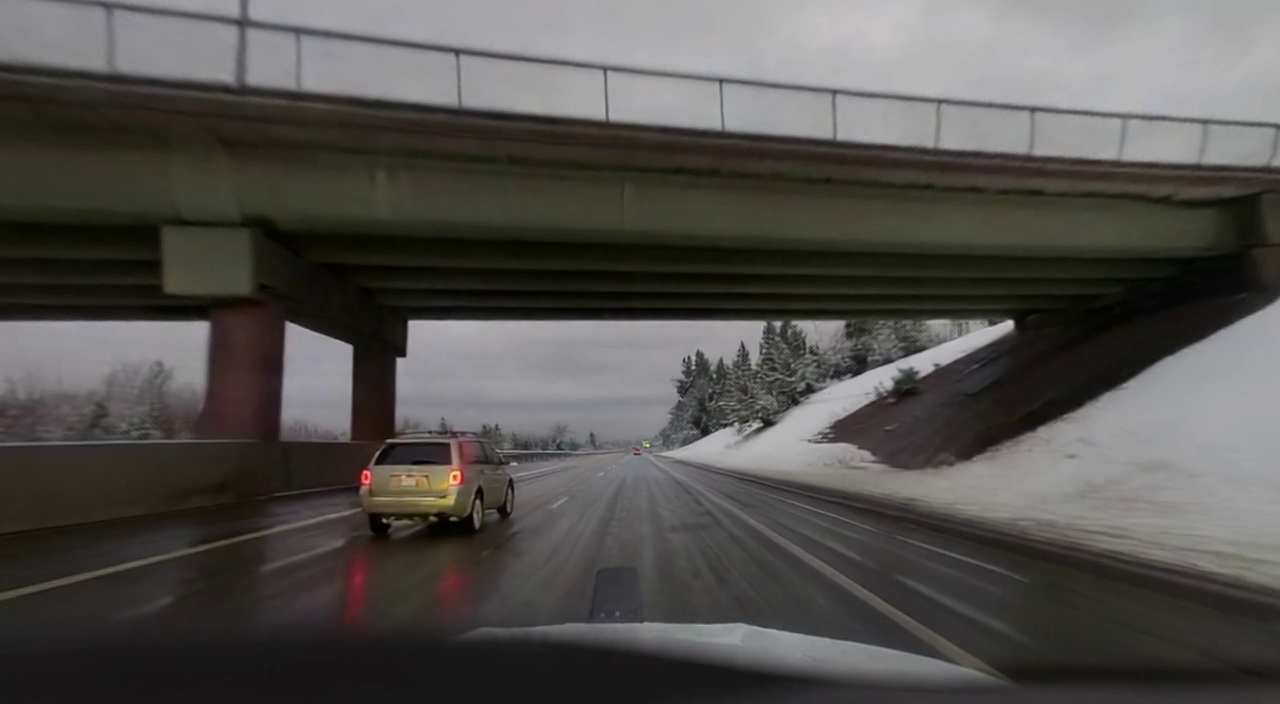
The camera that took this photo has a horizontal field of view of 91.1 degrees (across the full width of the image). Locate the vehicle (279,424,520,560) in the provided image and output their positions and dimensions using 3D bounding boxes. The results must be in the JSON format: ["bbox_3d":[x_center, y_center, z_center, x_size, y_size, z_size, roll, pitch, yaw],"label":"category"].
[{"bbox_3d":[-3.408,2.070,10.009,2.082,1.668,4.274,0,-9,1],"label":"vehicle"}]
